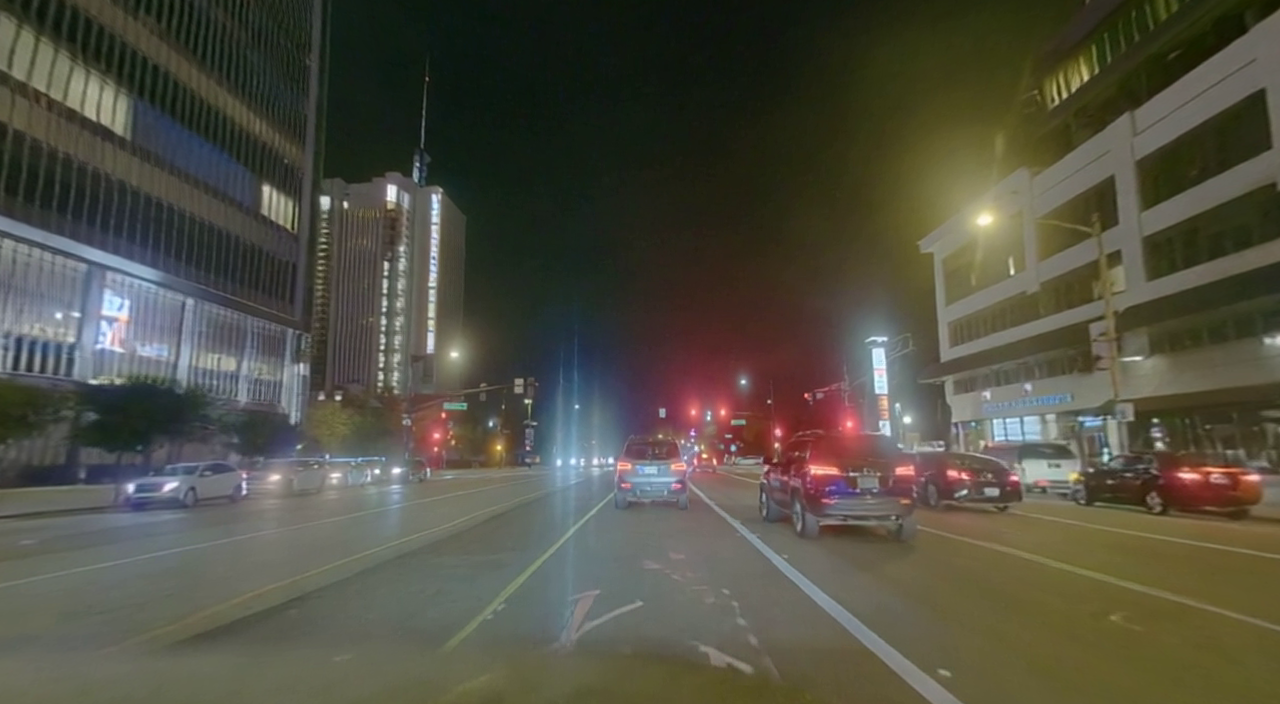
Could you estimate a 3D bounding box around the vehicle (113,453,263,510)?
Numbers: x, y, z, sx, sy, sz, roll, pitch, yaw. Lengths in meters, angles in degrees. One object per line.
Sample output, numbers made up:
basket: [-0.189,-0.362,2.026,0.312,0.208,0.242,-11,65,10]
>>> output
vehicle: [-15.253,4.347,21.667,1.698,1.466,4.713,0,-6,0]

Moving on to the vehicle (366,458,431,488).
vehicle: [-14.980,7.499,39.477,2.096,1.416,4.885,0,-6,1]

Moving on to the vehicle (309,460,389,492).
vehicle: [-15.035,6.426,32.936,1.792,1.429,5.161,0,-9,-1]

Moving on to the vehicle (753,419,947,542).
vehicle: [3.782,2.422,12.605,2.115,1.932,5.189,0,-9,0]

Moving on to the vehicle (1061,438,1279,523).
vehicle: [14.025,3.361,16.669,2.151,1.833,5.323,-1,-11,2]

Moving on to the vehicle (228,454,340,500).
vehicle: [-15.157,5.310,27.297,1.825,1.685,5.220,0,-9,-1]

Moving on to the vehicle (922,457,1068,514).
vehicle: [10.514,3.944,19.160,1.863,1.426,4.494,0,-9,1]

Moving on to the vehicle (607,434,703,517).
vehicle: [0.344,3.152,16.679,2.157,1.863,4.665,0,-9,0]
